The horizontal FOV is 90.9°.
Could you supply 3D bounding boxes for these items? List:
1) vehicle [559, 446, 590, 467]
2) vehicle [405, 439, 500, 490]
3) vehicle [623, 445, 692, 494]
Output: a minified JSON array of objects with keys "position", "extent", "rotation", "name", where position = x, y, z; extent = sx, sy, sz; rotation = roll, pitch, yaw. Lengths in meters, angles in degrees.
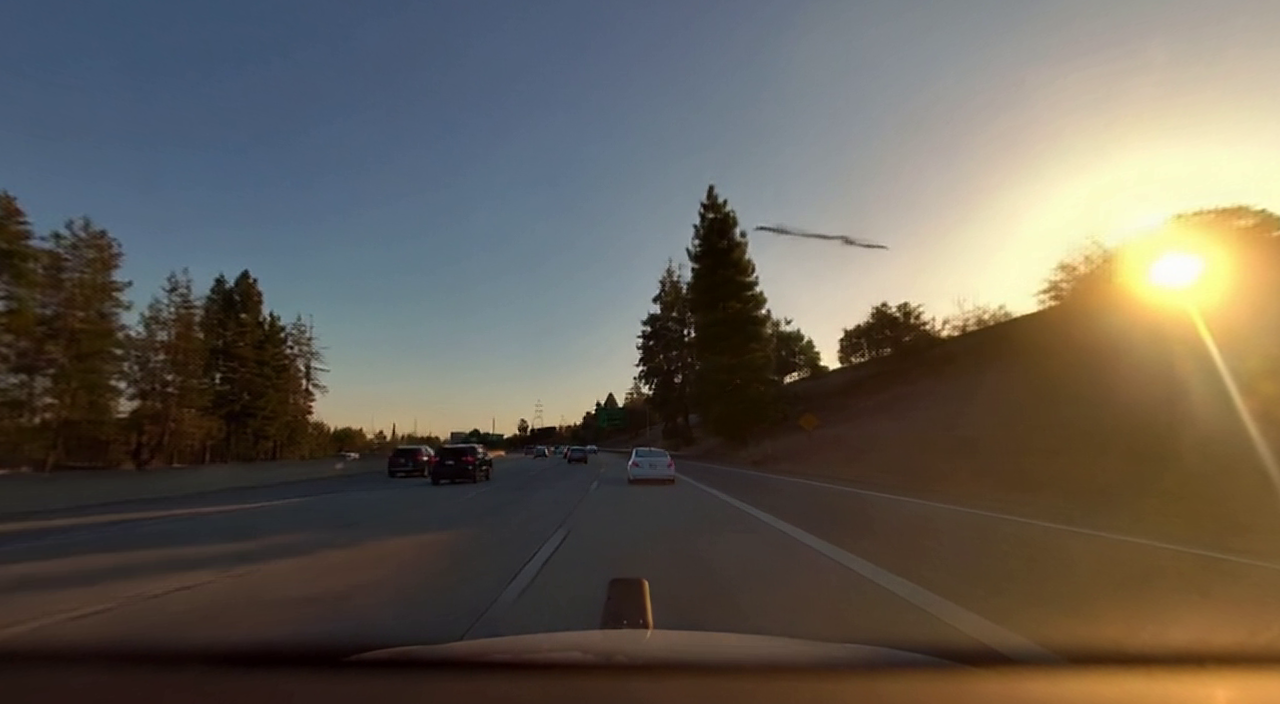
[{"position":[-5.070,8.172,49.494],"extent":[2.246,1.519,4.980],"rotation":[1,-9,-4],"name":"vehicle"},{"position":[-6.855,4.176,23.713],"extent":[2.221,1.693,4.631],"rotation":[0,-9,-1],"name":"vehicle"},{"position":[0.472,3.800,20.797],"extent":[2.051,1.444,3.927],"rotation":[0,-9,-2],"name":"vehicle"}]
